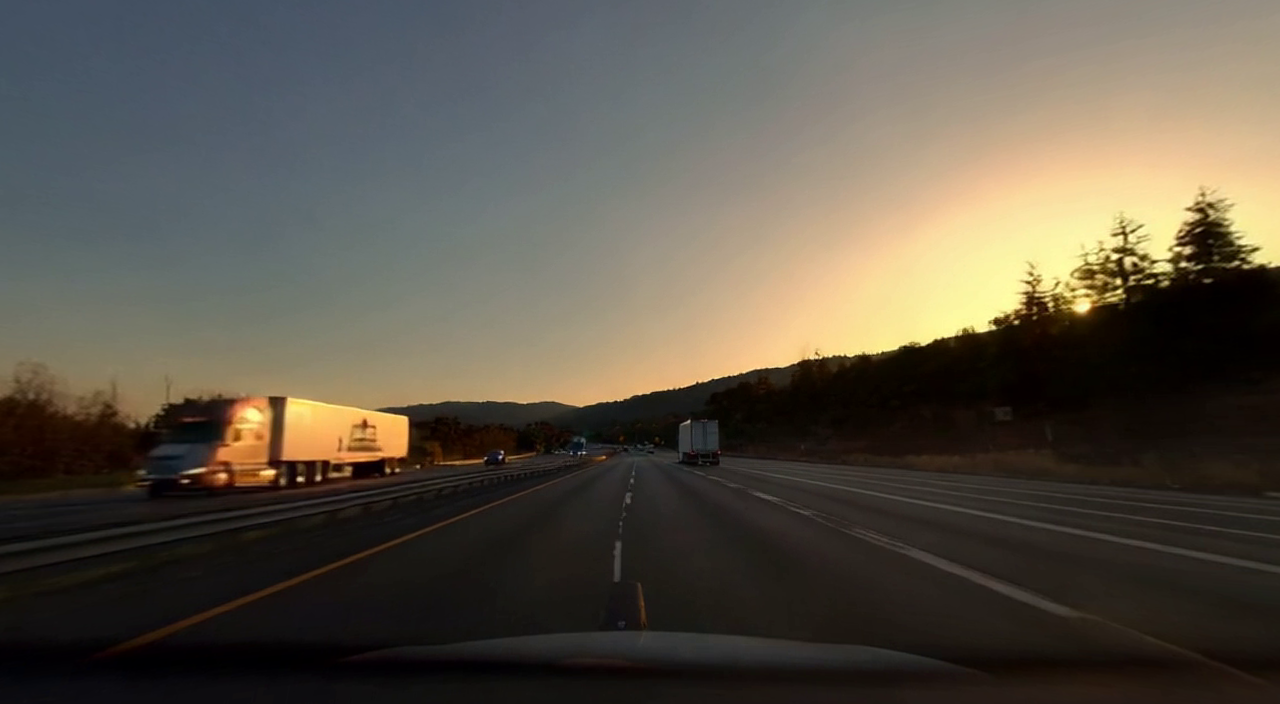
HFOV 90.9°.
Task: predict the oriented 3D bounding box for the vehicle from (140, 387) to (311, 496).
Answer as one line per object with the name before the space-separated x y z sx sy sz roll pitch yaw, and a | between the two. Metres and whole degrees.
vehicle | -17.092 3.784 26.626 2.941 4.060 5.864 0 -9 0
